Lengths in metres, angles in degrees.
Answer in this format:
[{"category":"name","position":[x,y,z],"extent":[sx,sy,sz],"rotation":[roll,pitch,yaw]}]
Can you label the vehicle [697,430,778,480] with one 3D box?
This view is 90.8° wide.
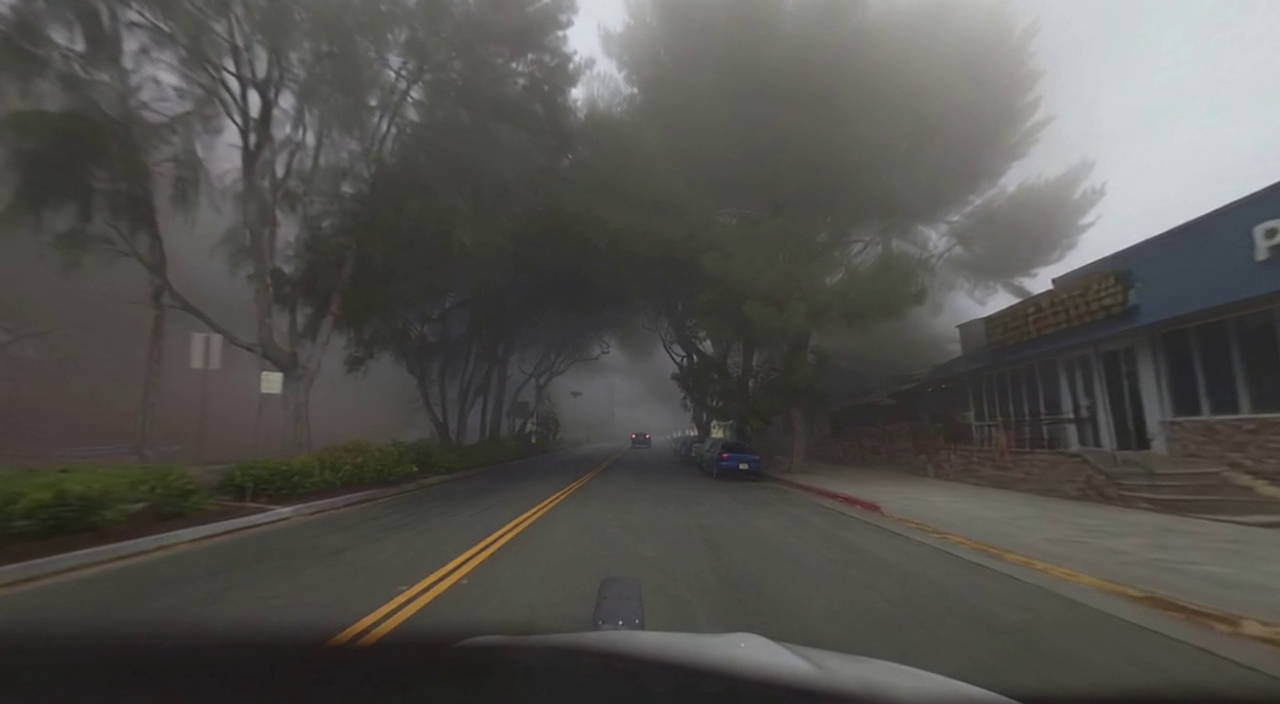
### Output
[{"category":"vehicle","position":[3.180,3.485,21.537],"extent":[2.152,1.527,4.010],"rotation":[0,-8,0]}]
